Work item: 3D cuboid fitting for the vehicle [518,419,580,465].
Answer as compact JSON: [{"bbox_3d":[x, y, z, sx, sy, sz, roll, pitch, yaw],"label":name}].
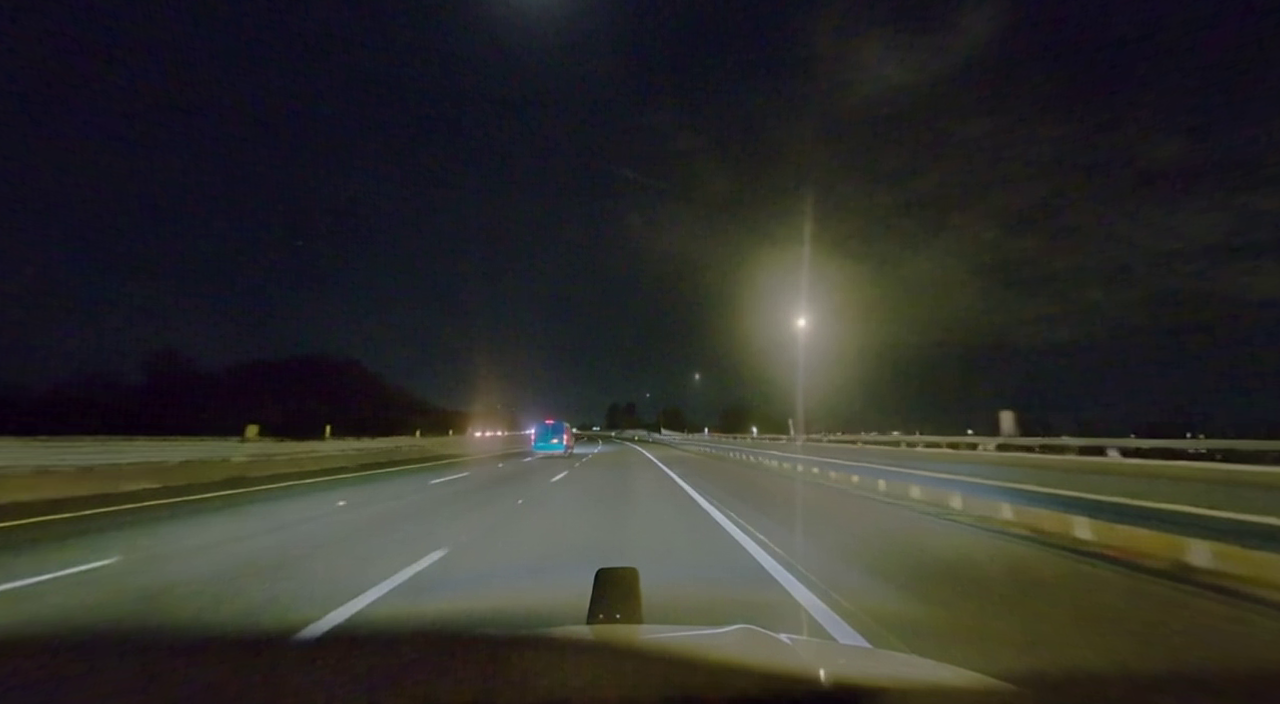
[{"bbox_3d":[-4.413,4.465,31.376,2.309,2.053,4.884,0,-8,1],"label":"vehicle"}]
